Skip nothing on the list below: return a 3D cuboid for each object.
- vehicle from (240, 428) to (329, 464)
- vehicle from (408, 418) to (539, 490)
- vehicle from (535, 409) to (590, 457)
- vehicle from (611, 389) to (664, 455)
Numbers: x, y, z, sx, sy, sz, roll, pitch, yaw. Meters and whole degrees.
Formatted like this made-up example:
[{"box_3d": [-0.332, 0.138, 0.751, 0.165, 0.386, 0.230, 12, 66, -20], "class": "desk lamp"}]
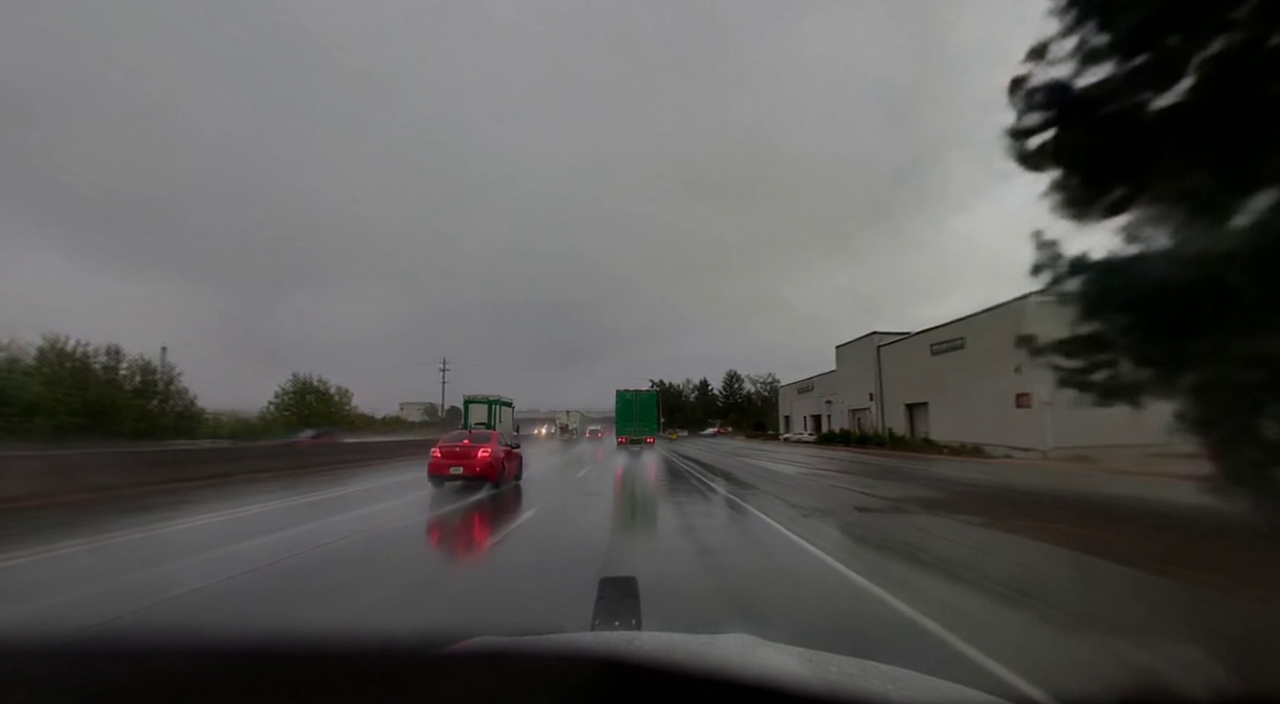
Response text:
[{"box_3d": [-17.663, 4.667, 31.583, 1.897, 1.621, 4.406, 0, -7, -1], "class": "vehicle"}, {"box_3d": [-4.143, 2.628, 16.735, 2.005, 1.602, 5.131, 0, -7, 1], "class": "vehicle"}, {"box_3d": [-4.718, 5.146, 39.868, 2.717, 2.714, 6.997, 1, -8, -1], "class": "vehicle"}, {"box_3d": [-0.291, 4.950, 43.812, 3.259, 4.066, 9.891, 1, -7, -2], "class": "vehicle"}]
